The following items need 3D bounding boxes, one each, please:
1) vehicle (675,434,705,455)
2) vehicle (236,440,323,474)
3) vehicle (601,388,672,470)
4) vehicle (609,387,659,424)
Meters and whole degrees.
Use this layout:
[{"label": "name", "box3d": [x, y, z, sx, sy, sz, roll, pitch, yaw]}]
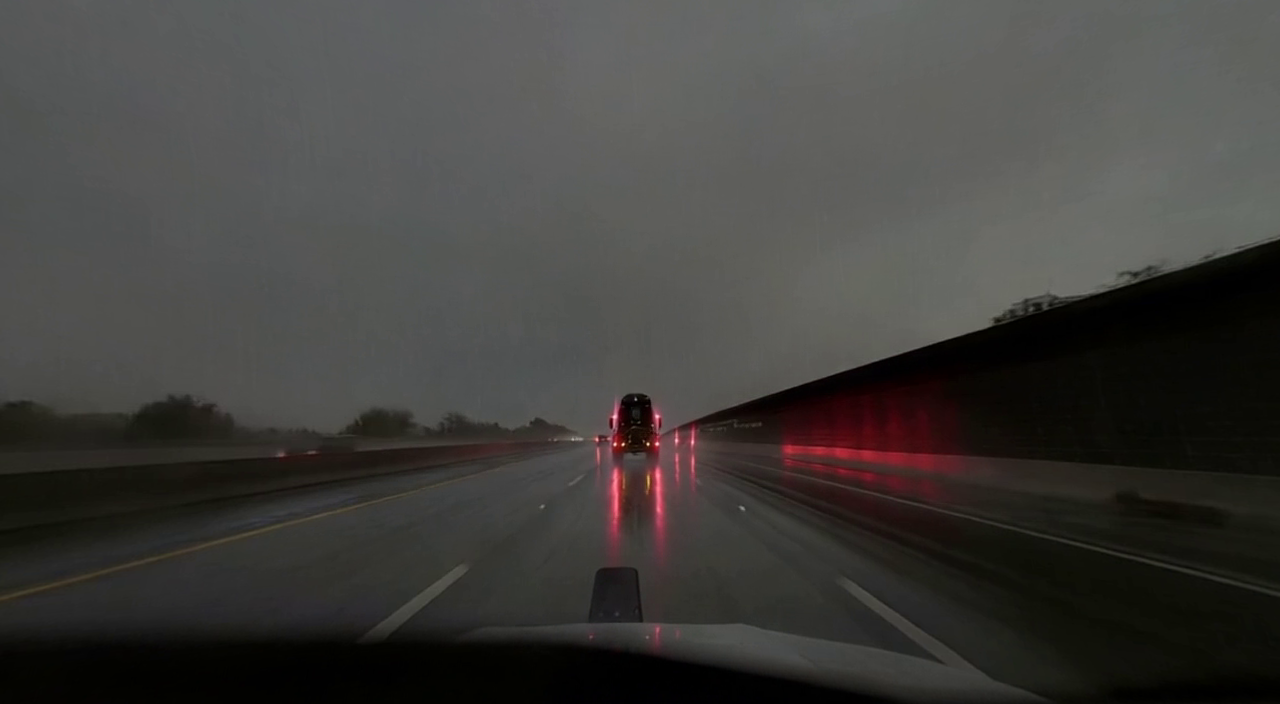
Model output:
[{"label": "vehicle", "box3d": [3.752, 7.051, 47.954, 1.910, 1.492, 4.324, 0, -8, 0]}, {"label": "vehicle", "box3d": [-17.685, 5.134, 31.103, 1.822, 1.505, 4.281, 0, -8, -1]}, {"label": "vehicle", "box3d": [-0.328, 4.058, 32.994, 2.953, 3.406, 13.372, 1, -7, -2]}, {"label": "vehicle", "box3d": [-0.225, 2.476, 28.622, 2.112, 1.472, 4.240, 0, -8, 1]}]
